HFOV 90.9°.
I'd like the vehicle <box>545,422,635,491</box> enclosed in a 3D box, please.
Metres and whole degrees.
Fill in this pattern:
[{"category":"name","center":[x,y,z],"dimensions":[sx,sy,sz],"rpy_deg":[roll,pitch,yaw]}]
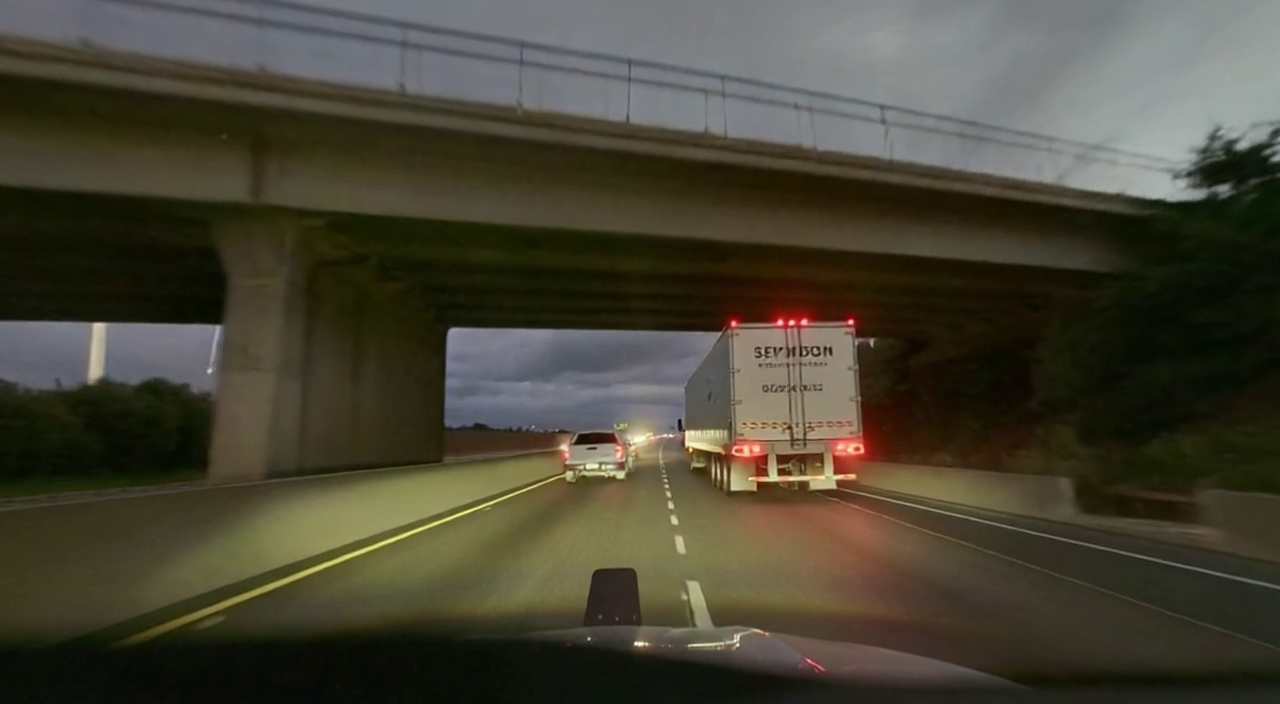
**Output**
[{"category":"vehicle","center":[-1.358,3.117,19.278],"dimensions":[2.283,1.814,4.568],"rpy_deg":[0,-8,1]}]

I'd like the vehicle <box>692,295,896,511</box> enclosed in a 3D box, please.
[{"category":"vehicle","center":[3.317,1.739,17.912],"dimensions":[2.906,3.990,12.551],"rpy_deg":[0,-8,1]}]
